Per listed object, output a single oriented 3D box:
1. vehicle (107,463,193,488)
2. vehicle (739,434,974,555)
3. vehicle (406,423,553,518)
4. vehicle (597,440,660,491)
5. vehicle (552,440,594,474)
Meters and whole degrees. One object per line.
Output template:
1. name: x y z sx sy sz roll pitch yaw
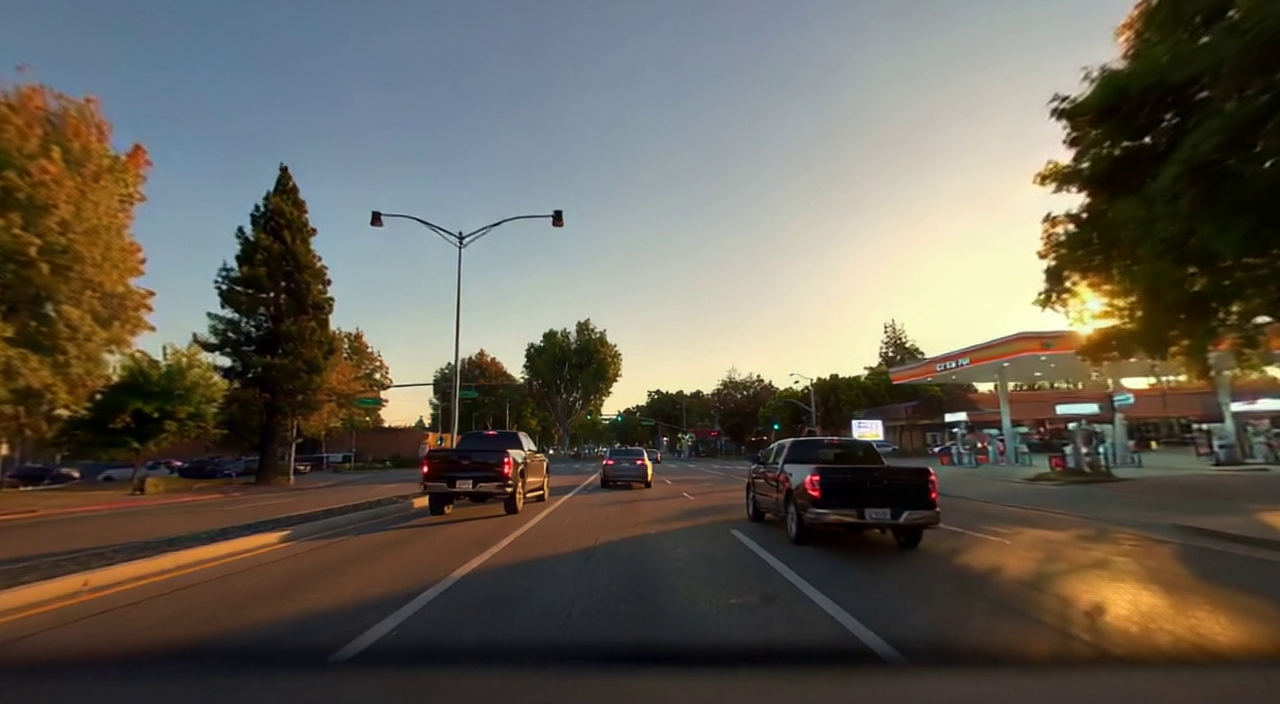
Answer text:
1. vehicle: -36.272 9.087 46.834 1.929 1.636 4.589 -7 -11 38
2. vehicle: 3.054 2.115 10.151 2.061 1.487 4.462 0 -9 -2
3. vehicle: -3.613 2.811 15.566 2.195 1.905 5.634 0 -9 -1
4. vehicle: -0.415 3.959 22.314 2.029 1.605 3.827 0 -9 -2
5. vehicle: -4.209 6.718 40.689 2.321 2.026 5.307 0 -9 -2
